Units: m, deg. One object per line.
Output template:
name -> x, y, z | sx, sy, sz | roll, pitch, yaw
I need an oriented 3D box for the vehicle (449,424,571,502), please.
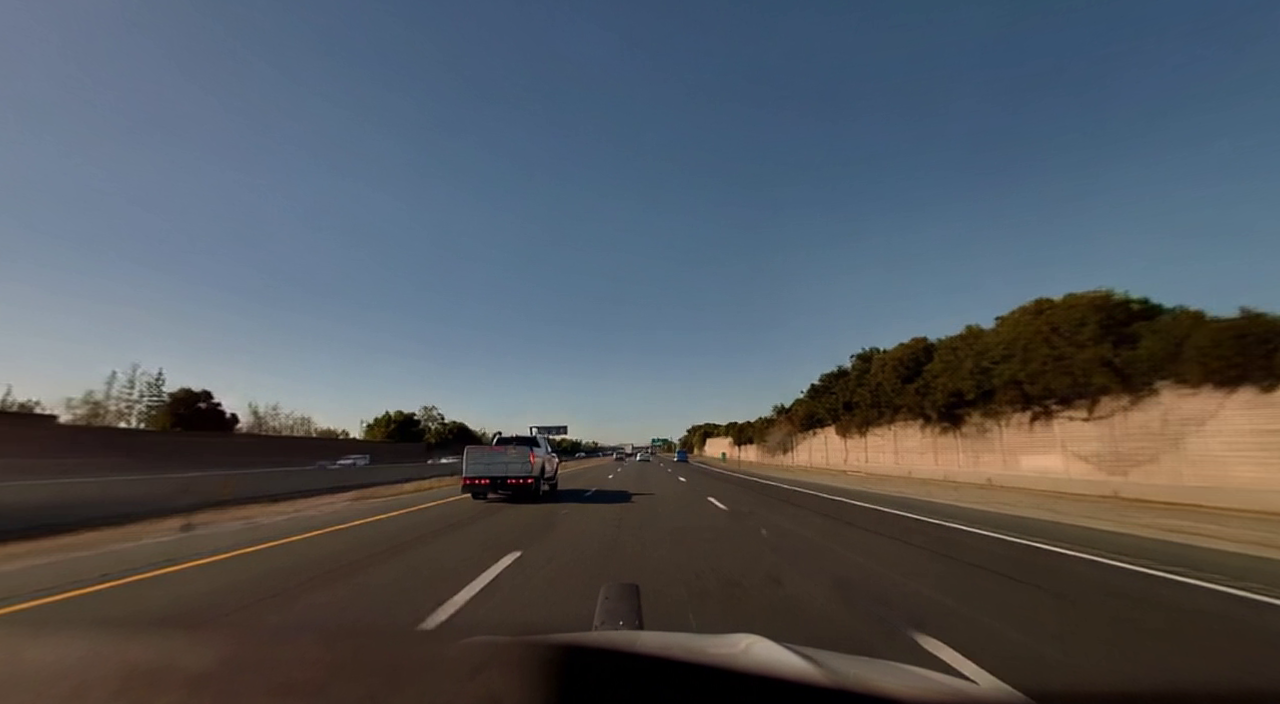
vehicle -> -3.575, 3.214, 18.654 | 2.379, 1.918, 5.504 | 0, -9, 1
